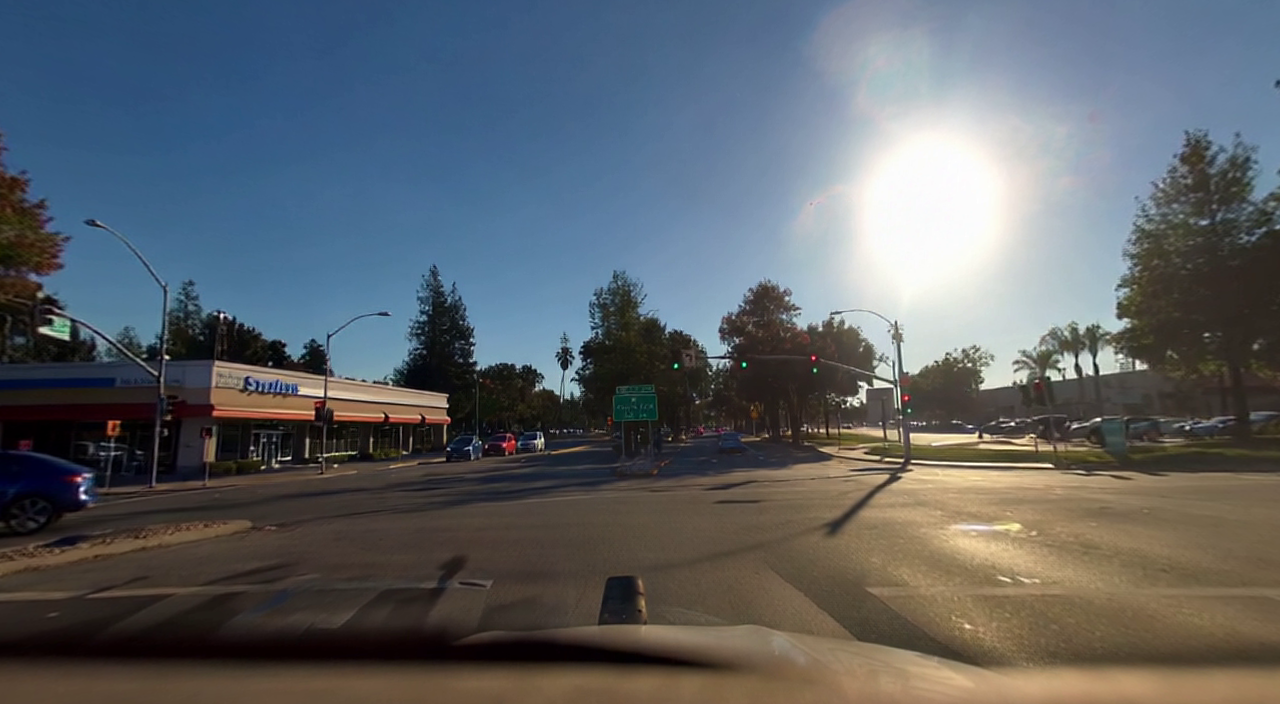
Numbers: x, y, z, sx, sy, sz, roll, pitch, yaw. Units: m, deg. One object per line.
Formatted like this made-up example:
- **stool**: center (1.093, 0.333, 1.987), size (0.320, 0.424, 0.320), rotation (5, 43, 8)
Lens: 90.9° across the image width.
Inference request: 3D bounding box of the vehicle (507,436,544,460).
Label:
- **vehicle**: center (-8.041, 6.798, 44.629), size (1.920, 1.546, 4.086), rotation (0, -9, -2)

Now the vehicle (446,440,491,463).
- **vehicle**: center (-11.747, 6.838, 43.503), size (2.111, 1.499, 4.371), rotation (0, -9, -3)
